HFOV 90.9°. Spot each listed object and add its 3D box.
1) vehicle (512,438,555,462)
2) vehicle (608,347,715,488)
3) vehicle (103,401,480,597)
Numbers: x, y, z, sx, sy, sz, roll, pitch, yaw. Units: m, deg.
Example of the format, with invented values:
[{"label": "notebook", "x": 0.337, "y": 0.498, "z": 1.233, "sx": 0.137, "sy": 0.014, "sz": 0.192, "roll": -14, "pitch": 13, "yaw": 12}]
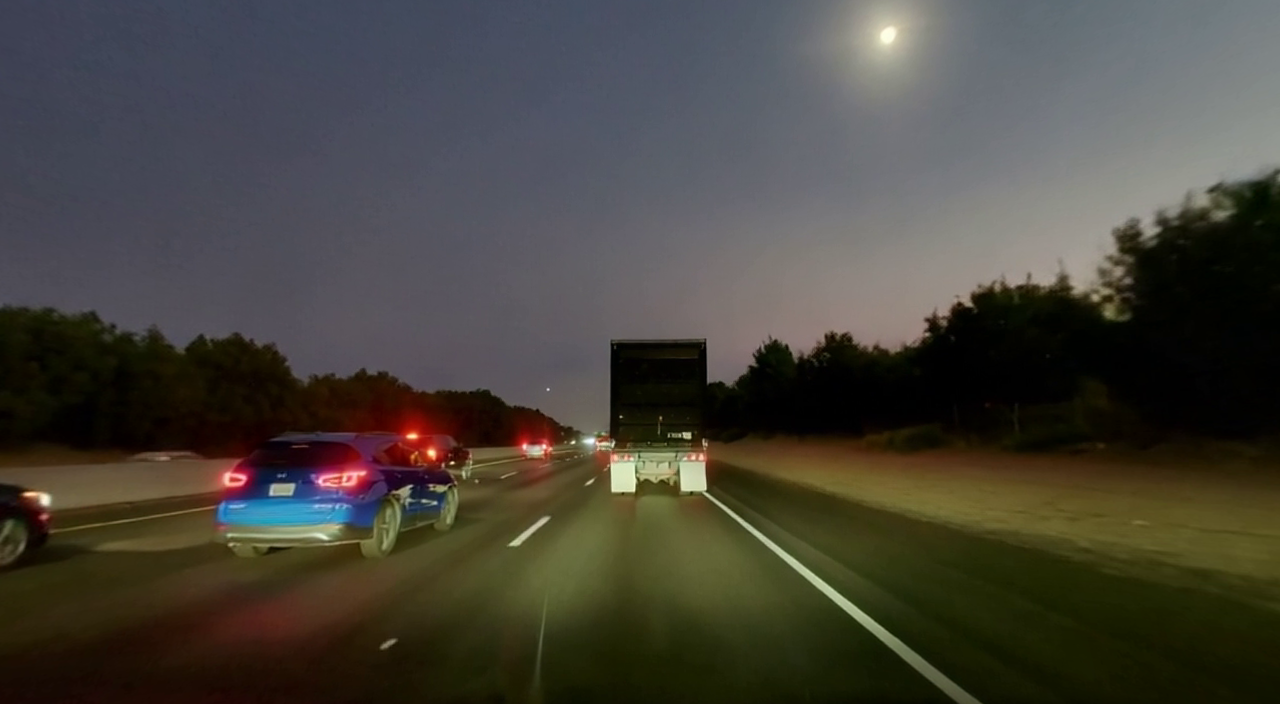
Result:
[{"label": "vehicle", "x": -6.735, "y": 6.266, "z": 40.447, "sx": 1.882, "sy": 1.451, "sz": 4.416, "roll": 0, "pitch": -8, "yaw": 1}, {"label": "vehicle", "x": 0.608, "y": 2.533, "z": 22.528, "sx": 2.870, "sy": 3.841, "sz": 10.653, "roll": 0, "pitch": -8, "yaw": 0}, {"label": "vehicle", "x": -3.549, "y": 1.581, "z": 7.623, "sx": 2.077, "sy": 1.671, "sz": 4.249, "roll": 0, "pitch": -8, "yaw": 1}]
